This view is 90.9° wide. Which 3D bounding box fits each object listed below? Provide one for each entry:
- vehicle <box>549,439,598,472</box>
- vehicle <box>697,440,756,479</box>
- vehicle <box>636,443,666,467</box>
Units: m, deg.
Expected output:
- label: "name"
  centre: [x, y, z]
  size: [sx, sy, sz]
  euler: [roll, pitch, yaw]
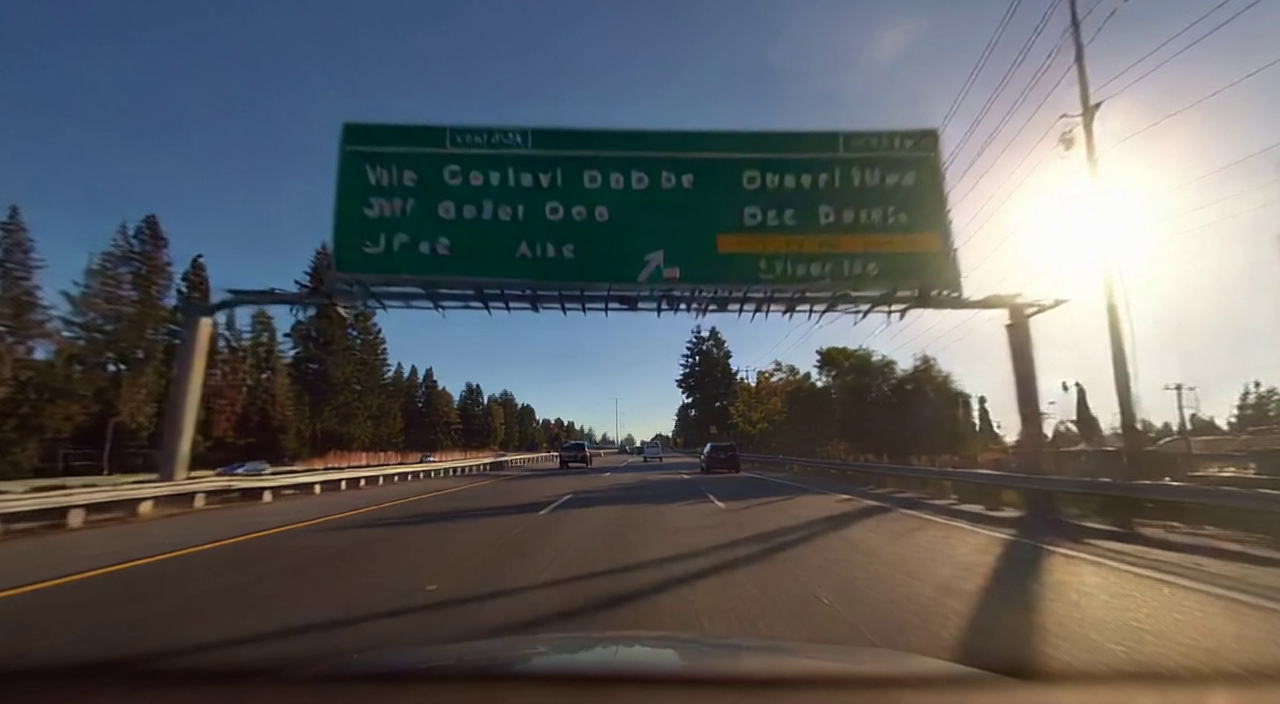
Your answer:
- label: "vehicle"
  centre: [-3.686, 5.852, 35.897]
  size: [2.217, 1.773, 4.553]
  euler: [0, -8, 1]
- label: "vehicle"
  centre: [3.667, 4.620, 27.384]
  size: [1.996, 1.579, 3.841]
  euler: [0, -8, 0]
- label: "vehicle"
  centre: [0.718, 7.153, 44.044]
  size: [2.049, 1.620, 4.153]
  euler: [0, -8, 0]
